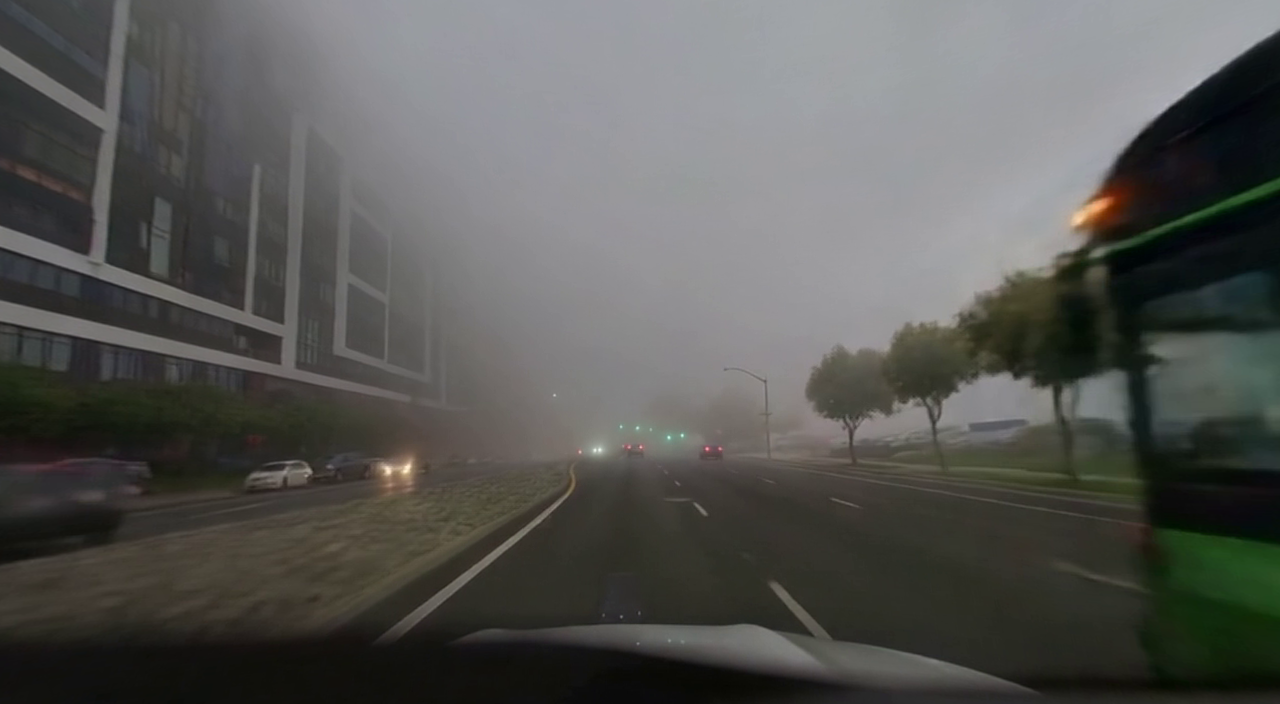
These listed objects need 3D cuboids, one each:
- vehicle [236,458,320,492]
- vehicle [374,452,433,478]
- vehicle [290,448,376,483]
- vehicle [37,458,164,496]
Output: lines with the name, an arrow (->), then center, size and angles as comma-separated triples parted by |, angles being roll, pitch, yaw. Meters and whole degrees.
vehicle -> -19.259, 6.538, 33.895 | 1.869, 1.606, 4.617 | 0, -9, -2
vehicle -> -15.274, 7.300, 41.080 | 1.955, 1.516, 4.849 | 0, -9, 0
vehicle -> -19.430, 7.187, 40.486 | 2.373, 2.077, 6.457 | 0, -9, -1
vehicle -> -29.780, 6.883, 35.205 | 2.344, 1.784, 5.438 | -1, -9, -1
